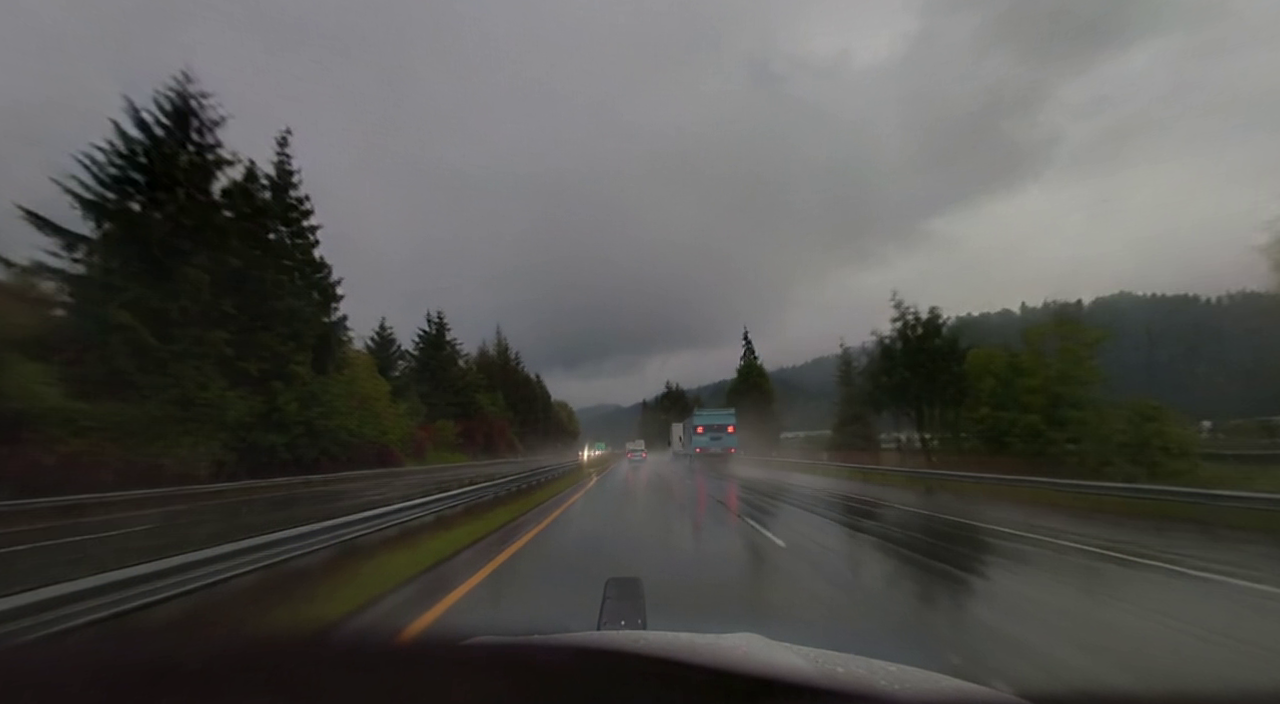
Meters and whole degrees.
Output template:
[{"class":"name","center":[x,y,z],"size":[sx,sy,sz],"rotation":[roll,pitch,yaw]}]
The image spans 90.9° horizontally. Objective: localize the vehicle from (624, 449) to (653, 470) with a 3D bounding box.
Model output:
[{"class":"vehicle","center":[-0.105,7.496,44.039],"size":[1.926,1.386,3.615],"rotation":[0,-9,0]}]

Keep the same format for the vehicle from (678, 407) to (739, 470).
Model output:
[{"class":"vehicle","center":[4.917,6.759,48.536],"size":[2.939,4.129,14.300],"rotation":[0,-9,-1]}]
